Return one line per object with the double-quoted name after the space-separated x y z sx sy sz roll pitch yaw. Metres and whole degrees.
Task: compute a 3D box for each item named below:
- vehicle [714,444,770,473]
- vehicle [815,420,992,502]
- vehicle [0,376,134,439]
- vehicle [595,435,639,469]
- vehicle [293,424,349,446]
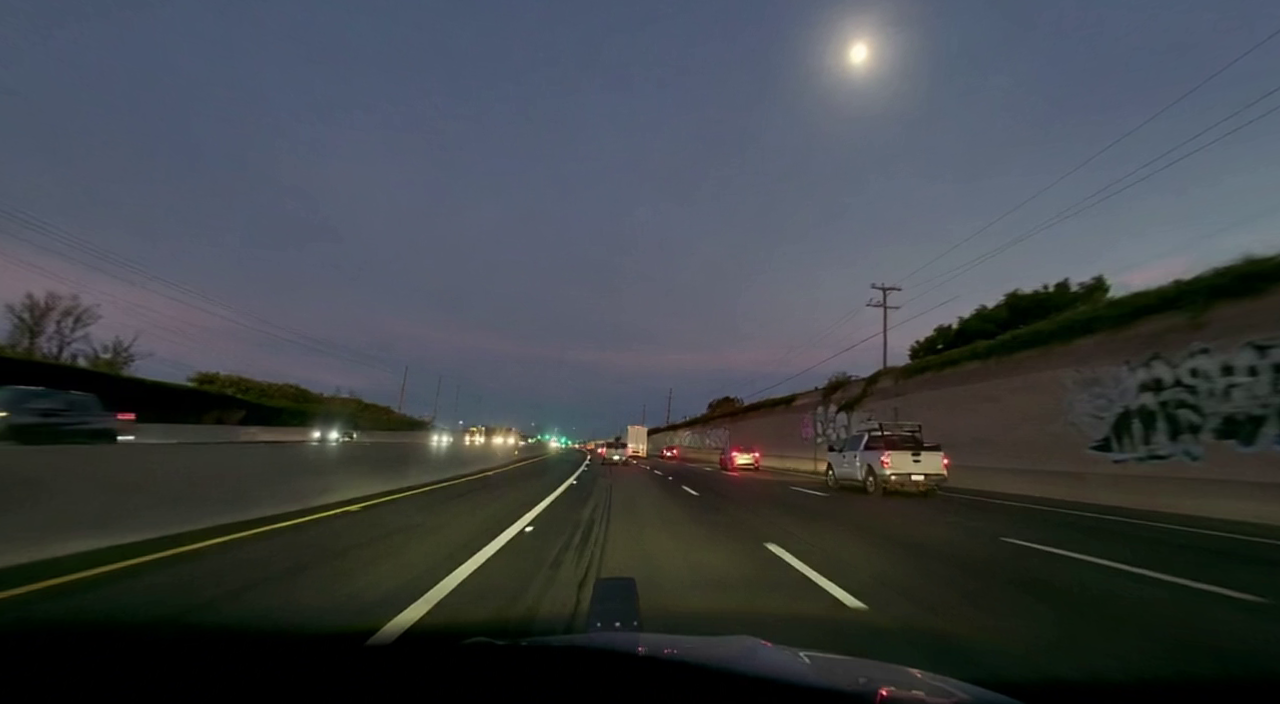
5.666 5.967 35.678 2.032 1.525 4.631 1 -9 -5 "vehicle"
7.091 3.029 17.994 2.325 1.924 5.838 0 -9 -2 "vehicle"
-10.209 0.864 9.710 1.728 0.864 3.903 0 -9 -2 "vehicle"
-1.249 5.227 33.088 2.191 1.685 3.353 0 -9 -3 "vehicle"
-22.886 6.001 45.495 1.870 1.492 4.545 0 -9 -4 "vehicle"
